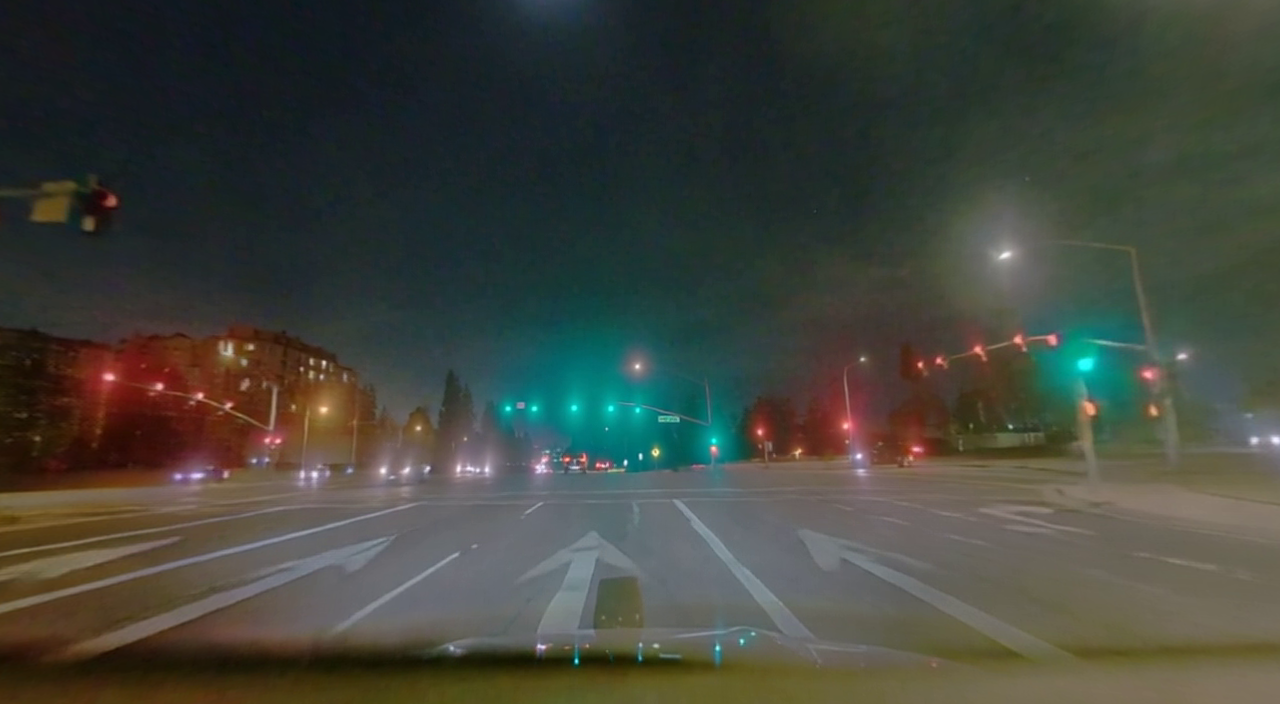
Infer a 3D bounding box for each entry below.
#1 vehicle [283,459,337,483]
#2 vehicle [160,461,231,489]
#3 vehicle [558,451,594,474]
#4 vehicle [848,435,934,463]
[{"bbox_3d":[-25.931,9.354,49.821,1.877,1.640,4.337,0,-9,0],"label":"vehicle"},{"bbox_3d":[-29.270,8.092,41.772,1.789,1.579,4.026,0,-9,0],"label":"vehicle"},{"bbox_3d":[-4.381,7.685,44.027,2.073,1.445,4.151,0,-9,0],"label":"vehicle"},{"bbox_3d":[17.466,6.779,44.167,5.003,1.786,2.369,0,-9,-2],"label":"vehicle"}]
